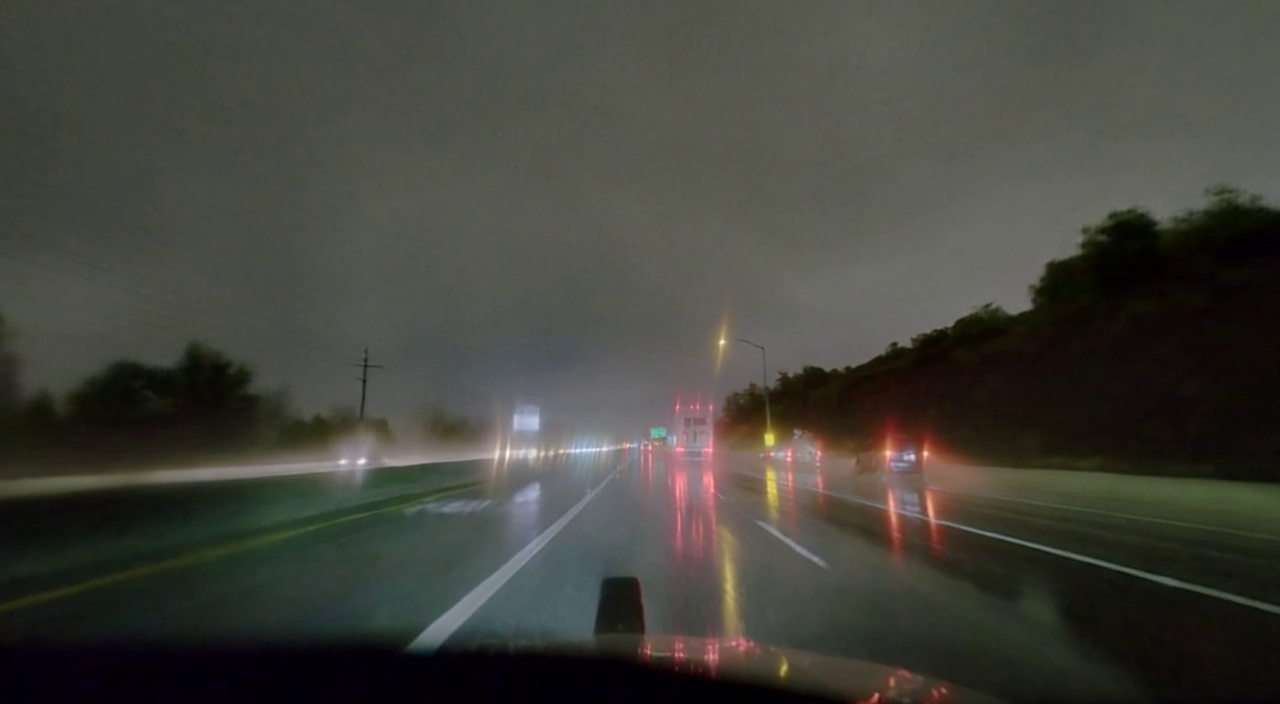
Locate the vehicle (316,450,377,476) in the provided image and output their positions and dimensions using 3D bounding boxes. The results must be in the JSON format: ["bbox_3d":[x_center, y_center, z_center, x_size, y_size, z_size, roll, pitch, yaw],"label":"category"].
[{"bbox_3d":[-21.691,8.178,46.757,2.038,1.788,4.894,0,-9,2],"label":"vehicle"}]
